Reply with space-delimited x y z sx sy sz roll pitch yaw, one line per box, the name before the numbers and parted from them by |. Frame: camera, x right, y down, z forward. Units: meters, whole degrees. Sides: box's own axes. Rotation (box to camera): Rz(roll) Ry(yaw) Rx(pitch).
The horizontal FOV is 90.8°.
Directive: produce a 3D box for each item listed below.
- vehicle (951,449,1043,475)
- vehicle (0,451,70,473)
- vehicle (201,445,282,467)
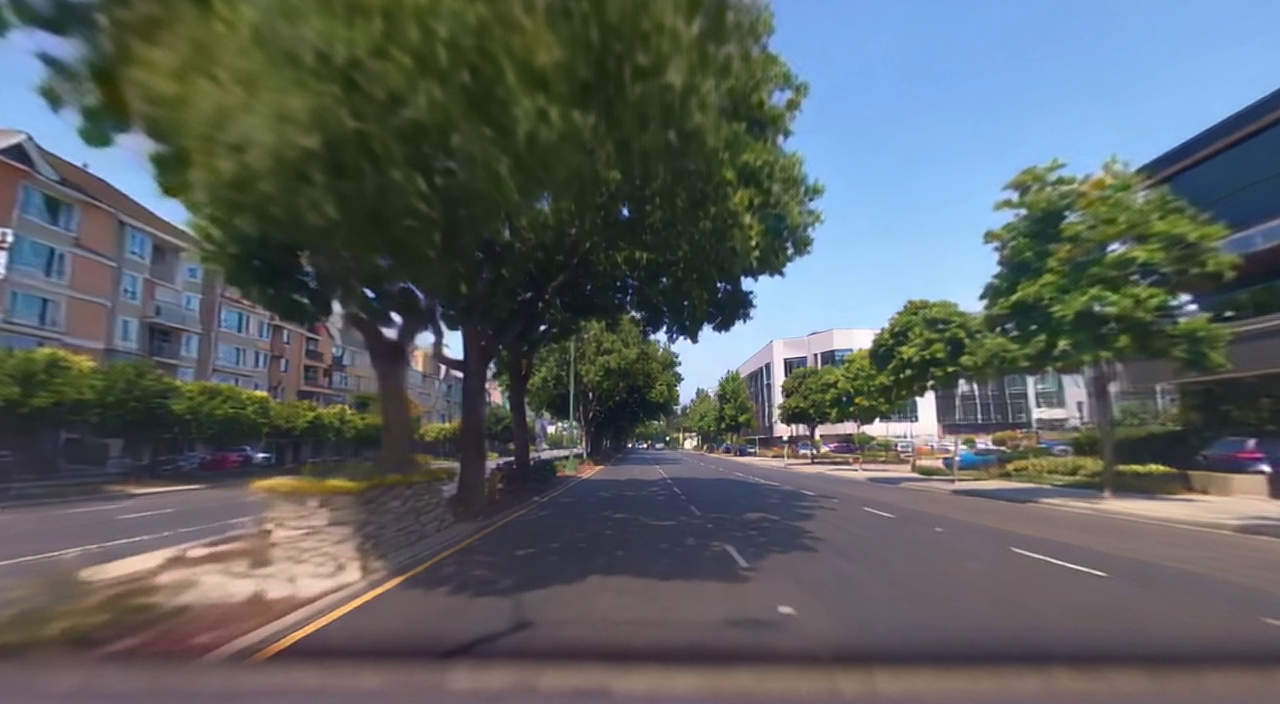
vehicle | 20.082 6.184 35.646 3.975 1.387 1.914 0 -9 -2
vehicle | -43.165 7.780 44.687 1.766 1.435 4.268 0 -9 -1
vehicle | -29.785 7.762 47.269 4.693 1.572 1.999 0 -9 0
